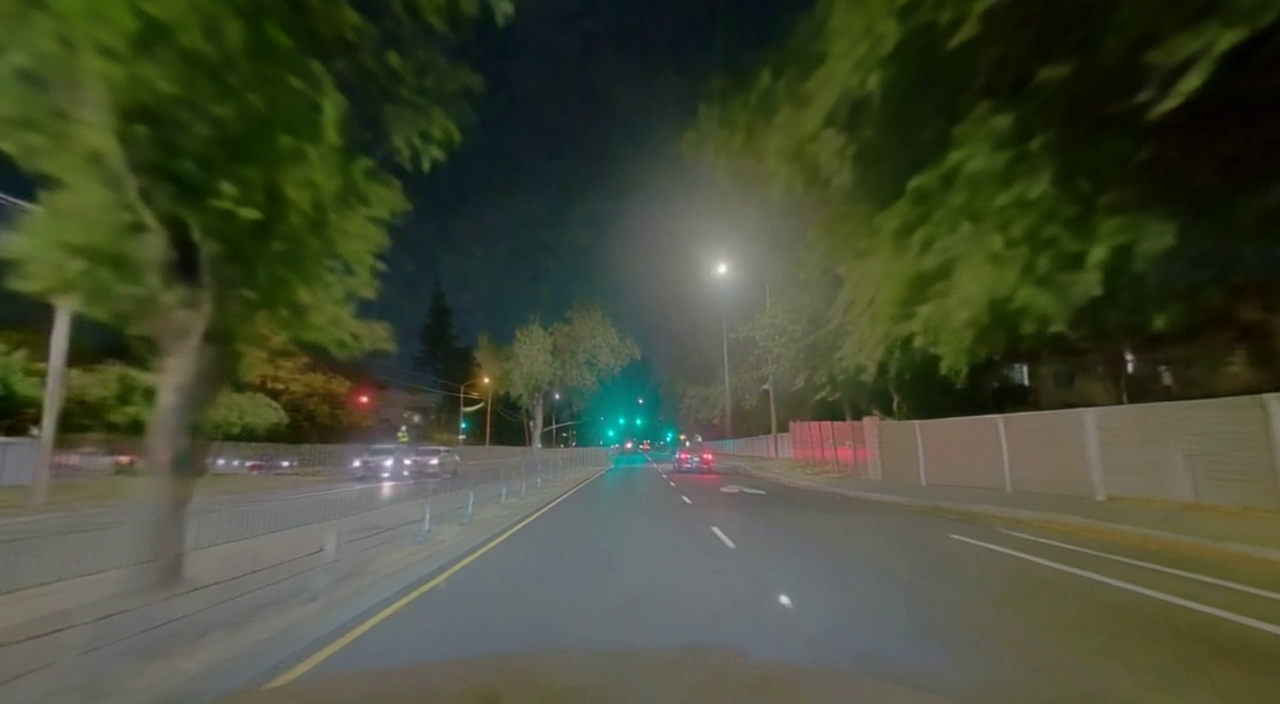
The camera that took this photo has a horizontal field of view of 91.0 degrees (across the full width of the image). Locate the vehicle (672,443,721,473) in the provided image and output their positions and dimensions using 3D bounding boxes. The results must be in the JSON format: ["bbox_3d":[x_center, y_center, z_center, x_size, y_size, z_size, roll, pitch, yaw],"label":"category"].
[{"bbox_3d":[2.885,5.525,33.043,2.105,1.490,4.008,0,-9,-2],"label":"vehicle"}]

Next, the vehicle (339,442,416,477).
[{"bbox_3d":[-13.399,5.517,32.487,2.036,1.645,4.468,0,-9,0],"label":"vehicle"}]

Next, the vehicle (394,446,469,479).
[{"bbox_3d":[-9.447,5.027,28.922,1.833,1.420,4.327,0,-9,2],"label":"vehicle"}]
